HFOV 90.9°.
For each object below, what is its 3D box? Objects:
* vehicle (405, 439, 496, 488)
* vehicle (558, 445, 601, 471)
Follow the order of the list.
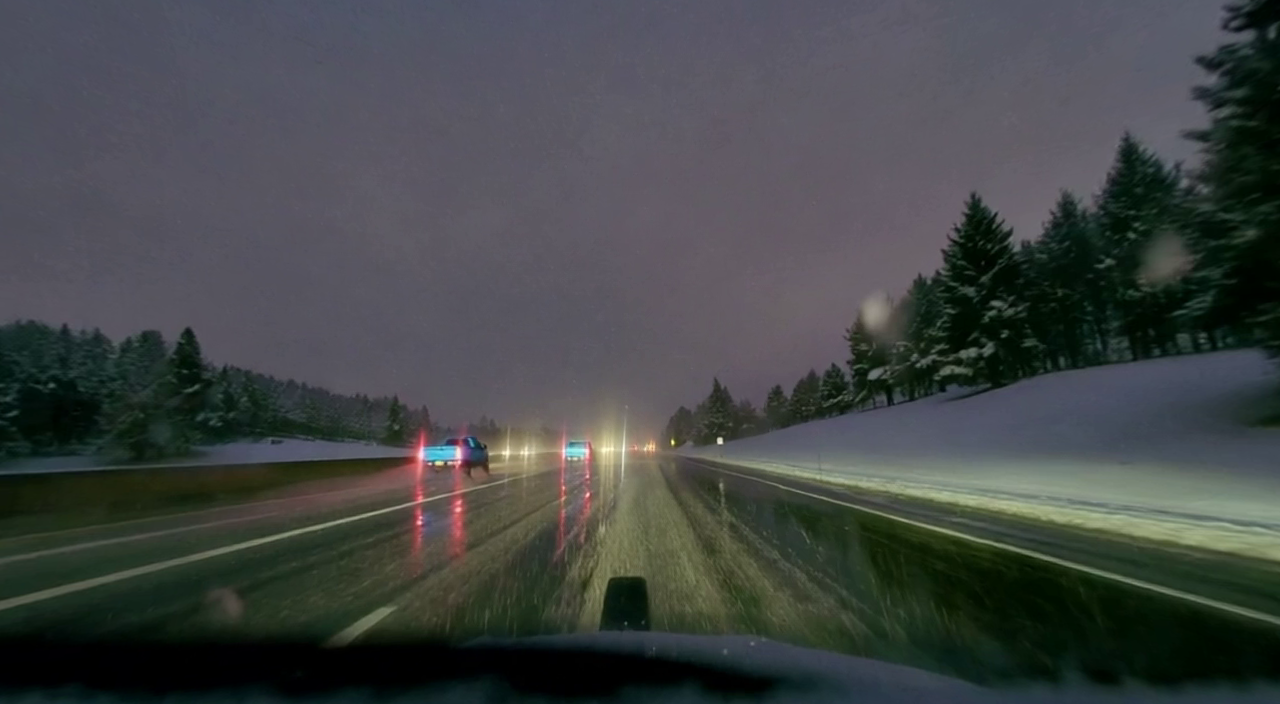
[{"bbox_3d":[-7.028,4.175,23.965,2.075,1.646,4.405,0,-8,0],"label":"vehicle"},{"bbox_3d":[-3.750,6.617,39.665,2.184,1.554,4.350,0,-8,1],"label":"vehicle"}]
